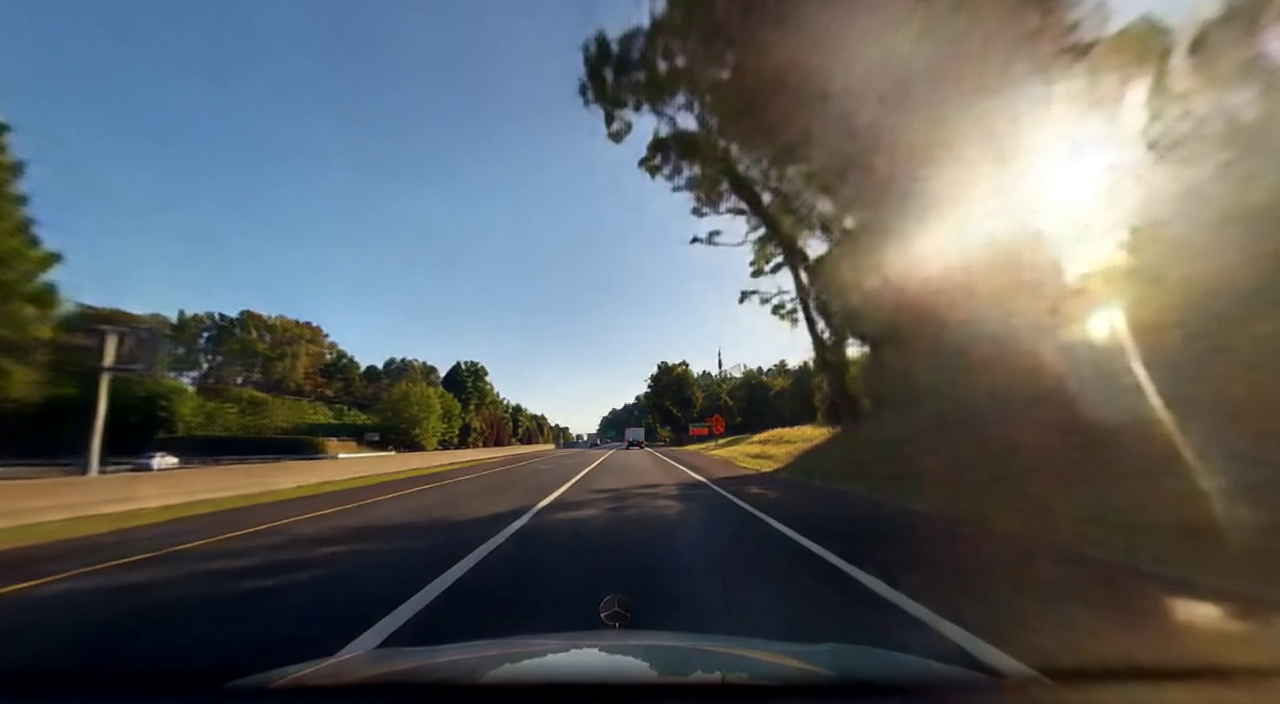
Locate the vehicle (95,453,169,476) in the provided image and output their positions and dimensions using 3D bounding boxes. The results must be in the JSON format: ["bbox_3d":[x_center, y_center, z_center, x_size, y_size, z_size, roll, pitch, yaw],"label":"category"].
[{"bbox_3d":[-38.004,8.402,47.250,1.758,1.468,4.105,-1,-8,9],"label":"vehicle"}]
